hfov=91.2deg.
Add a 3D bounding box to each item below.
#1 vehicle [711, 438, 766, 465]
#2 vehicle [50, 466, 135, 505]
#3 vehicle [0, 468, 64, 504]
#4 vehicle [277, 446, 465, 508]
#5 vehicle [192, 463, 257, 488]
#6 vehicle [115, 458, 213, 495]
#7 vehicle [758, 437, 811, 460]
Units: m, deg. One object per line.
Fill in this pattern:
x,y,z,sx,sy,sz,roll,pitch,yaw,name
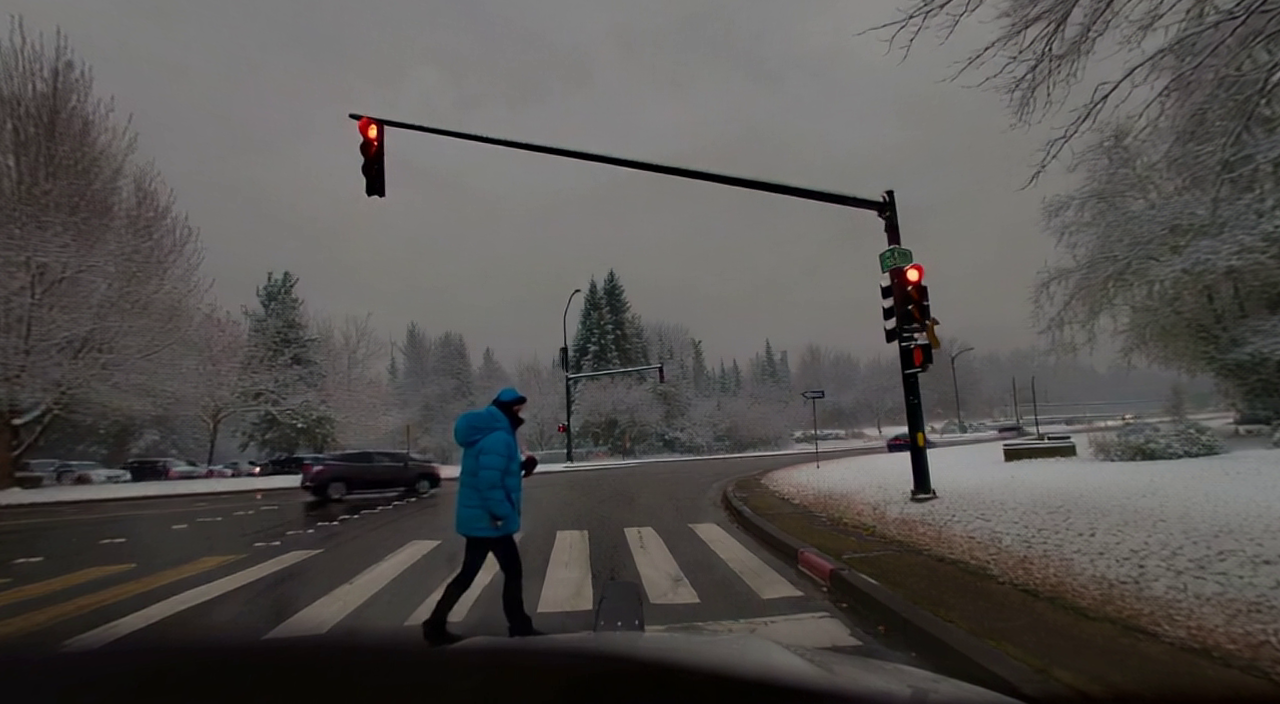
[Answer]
6.954,6.969,43.965,1.867,1.743,4.259,-8,-11,40,vehicle
-25.428,6.161,29.270,1.694,1.528,4.225,3,-9,-24,vehicle
-30.334,6.447,30.334,1.800,1.520,3.968,2,-9,-14,vehicle
-7.825,3.612,18.688,1.915,1.586,4.734,-7,-11,38,vehicle
-28.557,8.474,43.177,1.768,1.465,3.972,0,-9,-1,vehicle
-27.832,7.268,36.914,2.064,1.913,5.081,0,-9,-4,vehicle
11.468,7.587,49.360,1.979,1.659,4.907,-8,-11,39,vehicle
